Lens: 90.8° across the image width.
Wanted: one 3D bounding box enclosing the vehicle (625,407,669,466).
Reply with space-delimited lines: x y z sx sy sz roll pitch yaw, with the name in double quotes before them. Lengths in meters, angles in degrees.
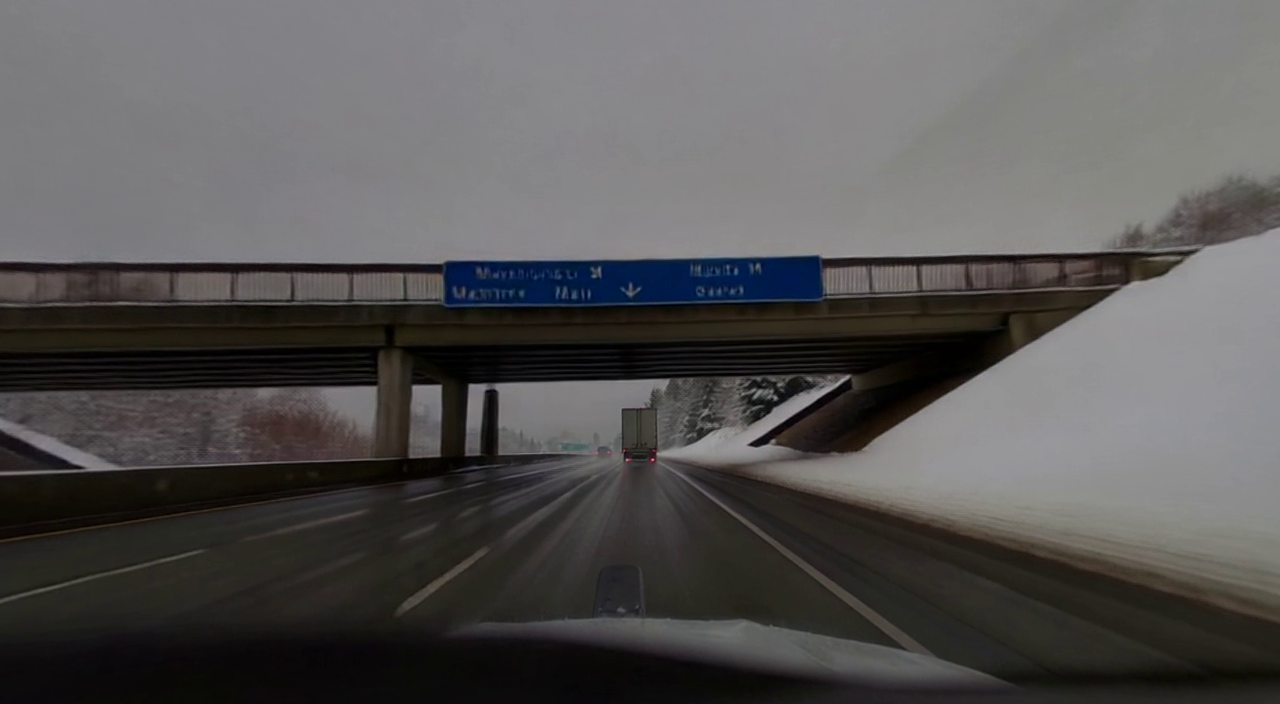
"vehicle" 0.427 6.727 49.254 3.033 3.985 12.383 0 -9 0
